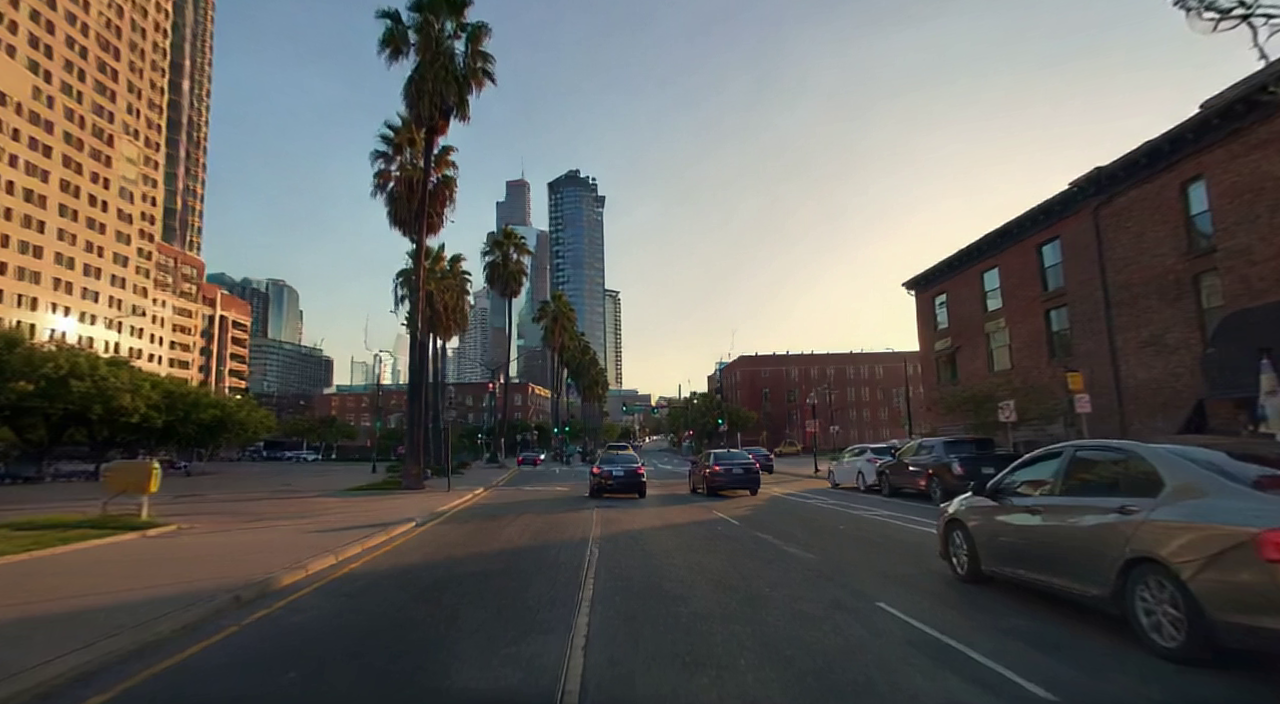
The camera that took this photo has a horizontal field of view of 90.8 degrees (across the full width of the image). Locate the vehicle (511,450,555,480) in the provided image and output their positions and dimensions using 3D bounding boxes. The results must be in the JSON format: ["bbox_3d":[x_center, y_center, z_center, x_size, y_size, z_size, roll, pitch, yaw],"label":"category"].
[{"bbox_3d":[-5.748,6.109,34.490,1.977,1.501,4.435,0,-9,-5],"label":"vehicle"}]

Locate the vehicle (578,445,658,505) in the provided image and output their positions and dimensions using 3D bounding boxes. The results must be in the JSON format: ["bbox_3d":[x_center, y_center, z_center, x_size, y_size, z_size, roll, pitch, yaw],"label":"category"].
[{"bbox_3d":[-0.670,3.469,18.214,2.048,1.503,3.681,0,-9,-3],"label":"vehicle"}]

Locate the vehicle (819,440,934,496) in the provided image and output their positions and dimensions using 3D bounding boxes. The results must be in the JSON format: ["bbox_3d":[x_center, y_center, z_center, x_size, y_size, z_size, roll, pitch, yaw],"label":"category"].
[{"bbox_3d":[8.025,3.967,21.966,1.946,1.715,4.365,1,-9,-5],"label":"vehicle"}]

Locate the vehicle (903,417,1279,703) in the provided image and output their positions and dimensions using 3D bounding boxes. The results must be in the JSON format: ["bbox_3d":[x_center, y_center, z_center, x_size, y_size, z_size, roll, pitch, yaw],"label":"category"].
[{"bbox_3d":[3.907,1.318,4.690,1.920,1.490,4.417,0,-9,-1],"label":"vehicle"}]

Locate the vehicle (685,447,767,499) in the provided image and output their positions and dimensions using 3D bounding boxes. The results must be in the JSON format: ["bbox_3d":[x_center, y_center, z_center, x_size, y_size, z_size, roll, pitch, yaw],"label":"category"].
[{"bbox_3d":[2.686,3.864,20.603,1.909,1.500,3.524,1,-9,-5],"label":"vehicle"}]
